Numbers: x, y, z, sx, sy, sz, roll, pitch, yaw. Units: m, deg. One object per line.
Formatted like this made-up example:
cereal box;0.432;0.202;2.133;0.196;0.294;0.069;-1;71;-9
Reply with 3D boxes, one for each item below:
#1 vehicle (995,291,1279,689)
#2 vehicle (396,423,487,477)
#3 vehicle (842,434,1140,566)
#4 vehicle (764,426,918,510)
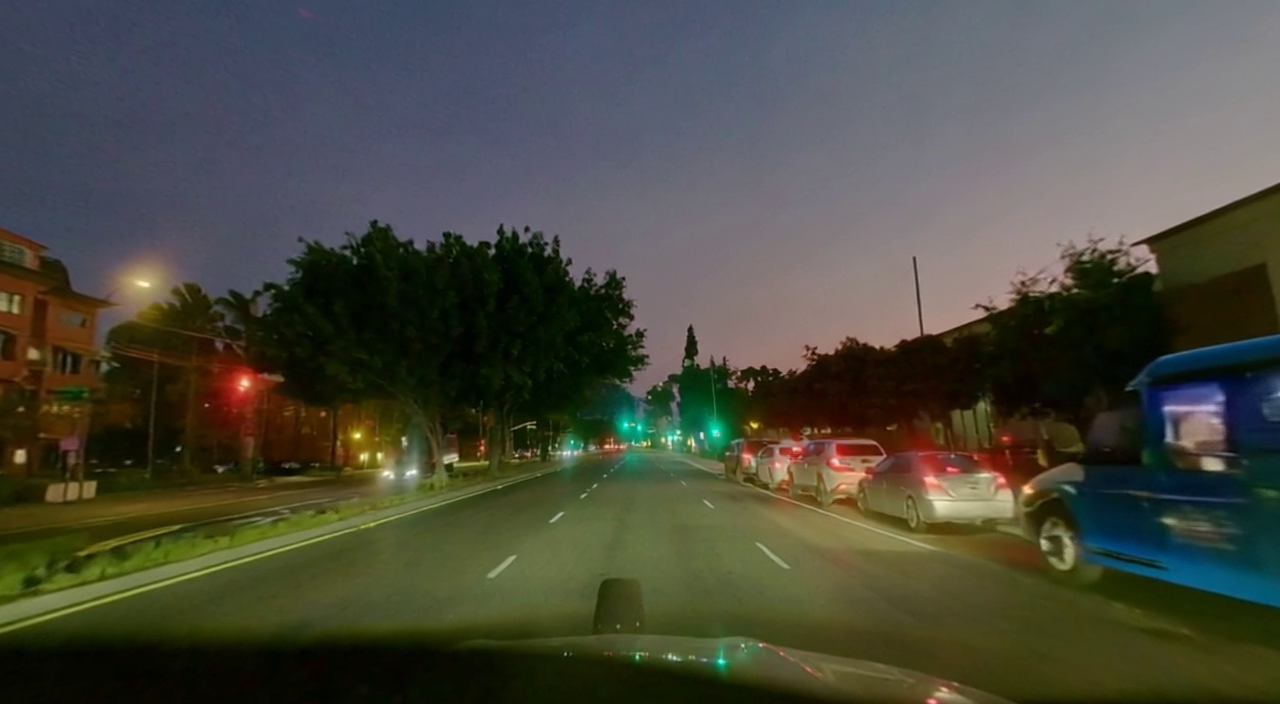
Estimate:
vehicle;4.628;0.660;2.892;2.351;2.125;6.230;0;-8;0
vehicle;-14.691;7.467;48.225;3.021;3.520;12.558;0;-9;-1
vehicle;4.737;2.025;9.524;1.908;1.472;4.541;0;-8;0
vehicle;4.524;2.695;15.173;2.028;1.660;4.705;0;-8;-2
